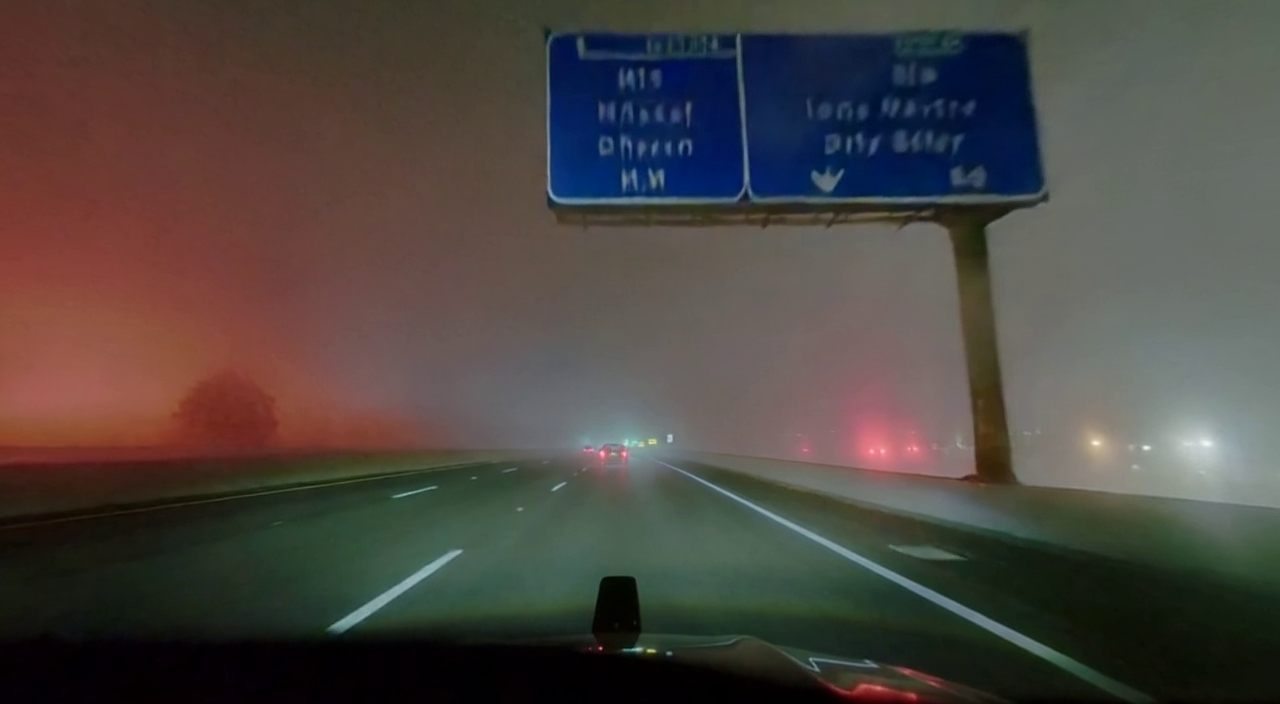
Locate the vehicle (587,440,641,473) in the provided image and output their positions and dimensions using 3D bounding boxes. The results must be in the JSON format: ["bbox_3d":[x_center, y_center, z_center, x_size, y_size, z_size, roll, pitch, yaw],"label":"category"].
[{"bbox_3d":[-1.206,5.153,31.128,2.055,1.509,4.255,-1,-9,6],"label":"vehicle"}]
